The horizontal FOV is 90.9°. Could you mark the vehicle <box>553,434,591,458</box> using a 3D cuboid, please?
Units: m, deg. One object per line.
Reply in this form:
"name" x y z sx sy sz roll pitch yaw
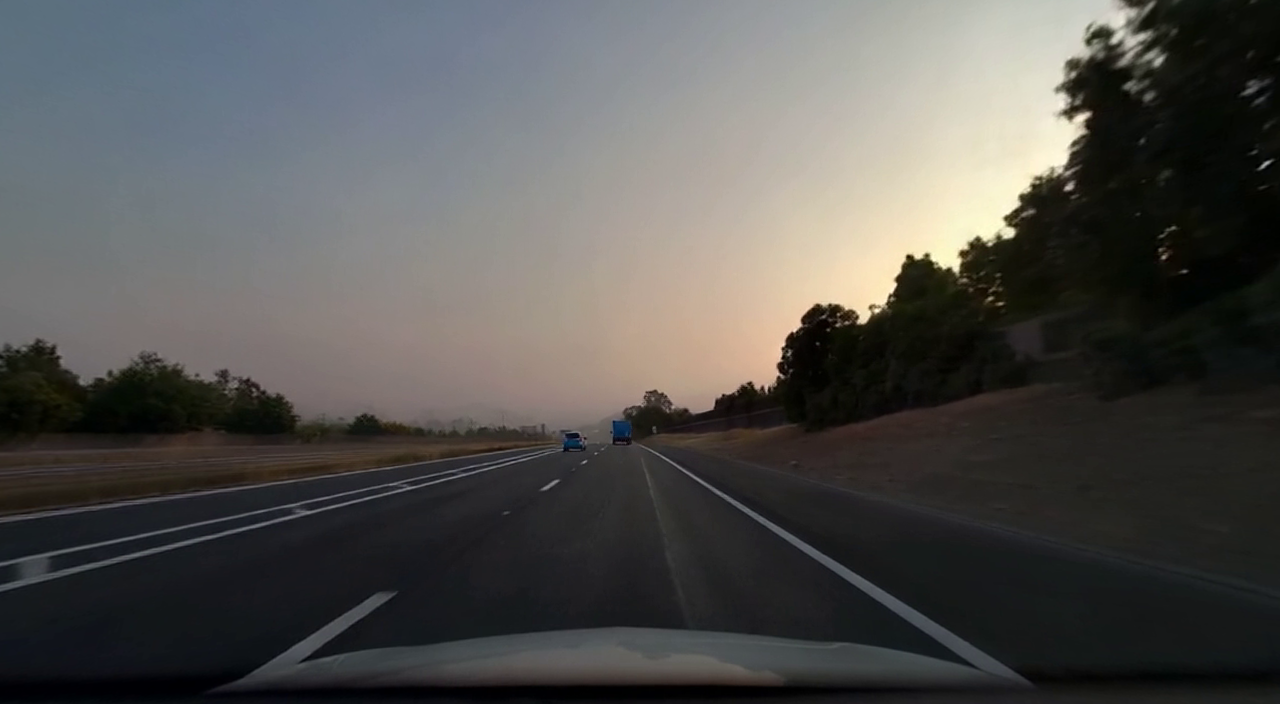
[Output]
"vehicle" -4.710 6.583 44.281 2.302 1.523 4.383 0 -8 -1
